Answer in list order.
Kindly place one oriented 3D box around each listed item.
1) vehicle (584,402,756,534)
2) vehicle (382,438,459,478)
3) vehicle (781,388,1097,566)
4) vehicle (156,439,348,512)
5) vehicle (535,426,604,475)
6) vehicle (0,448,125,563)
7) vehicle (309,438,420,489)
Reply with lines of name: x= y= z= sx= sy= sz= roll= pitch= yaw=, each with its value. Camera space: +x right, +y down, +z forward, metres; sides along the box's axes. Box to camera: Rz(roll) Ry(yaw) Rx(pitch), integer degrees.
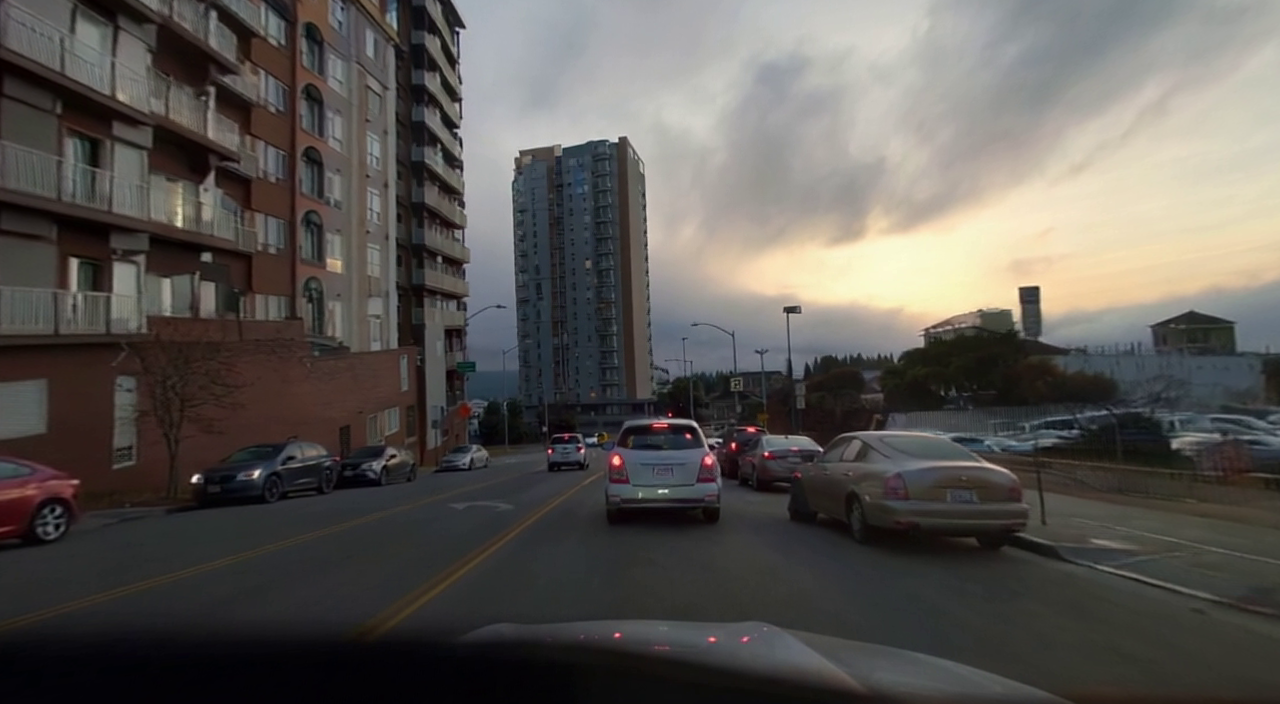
vehicle: x=0.421 y=1.841 z=10.455 sx=2.261 sy=1.740 sz=4.065 roll=0 pitch=-8 yaw=1
vehicle: x=-9.220 y=4.472 z=26.854 sx=1.900 sy=1.577 sz=4.172 roll=0 pitch=-8 yaw=-1
vehicle: x=3.627 y=1.630 z=8.898 sx=2.158 sy=1.828 sz=4.573 roll=0 pitch=-8 yaw=0
vehicle: x=-9.428 y=3.003 z=15.863 sx=2.002 sy=1.546 sz=4.339 roll=0 pitch=-8 yaw=1
vehicle: x=-2.688 y=3.894 z=25.031 sx=2.219 sy=1.746 sz=4.197 roll=0 pitch=-8 yaw=0
vehicle: x=-9.314 y=1.967 z=7.961 sx=2.021 sy=1.474 sz=4.337 roll=0 pitch=-8 yaw=-2
vehicle: x=-9.352 y=3.799 z=21.846 sx=1.955 sy=1.555 sz=4.424 roll=0 pitch=-8 yaw=-2
